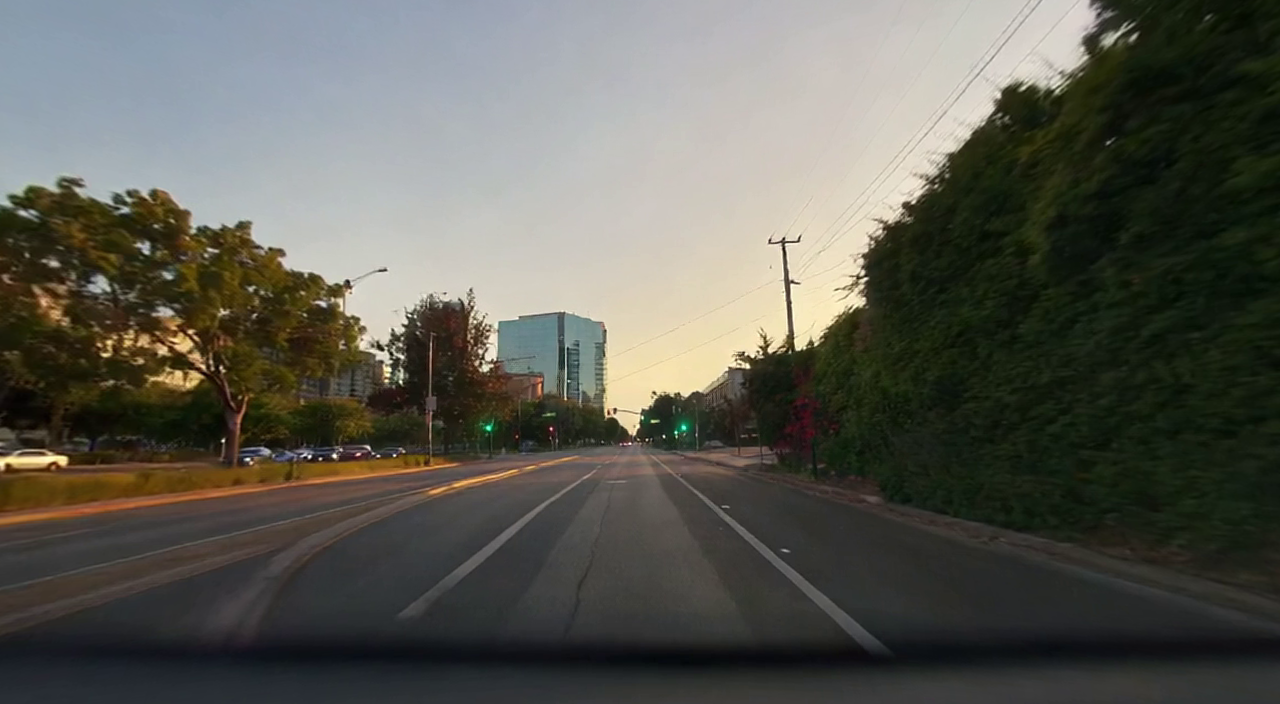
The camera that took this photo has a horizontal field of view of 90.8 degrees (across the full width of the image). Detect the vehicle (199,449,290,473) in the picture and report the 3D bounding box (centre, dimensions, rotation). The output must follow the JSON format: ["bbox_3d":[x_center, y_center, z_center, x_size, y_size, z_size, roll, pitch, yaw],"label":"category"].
[{"bbox_3d":[-25.112,6.905,40.223,4.417,1.460,2.076,0,-8,2],"label":"vehicle"}]
